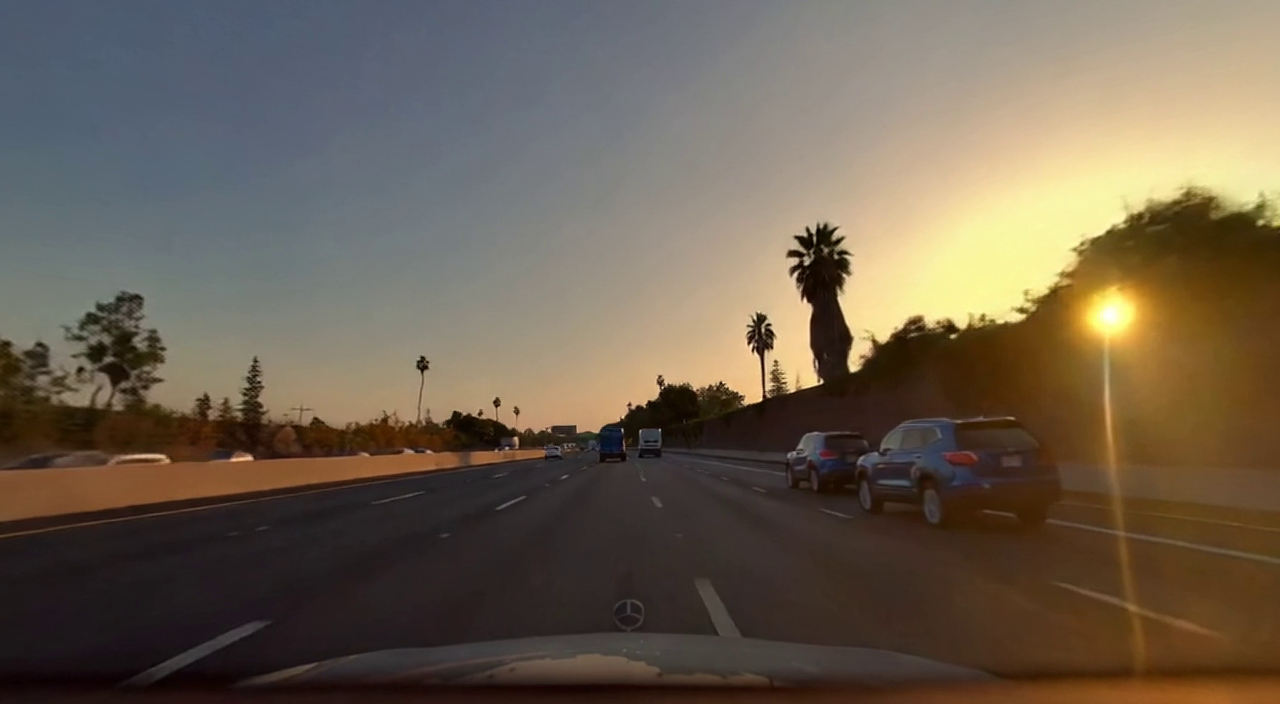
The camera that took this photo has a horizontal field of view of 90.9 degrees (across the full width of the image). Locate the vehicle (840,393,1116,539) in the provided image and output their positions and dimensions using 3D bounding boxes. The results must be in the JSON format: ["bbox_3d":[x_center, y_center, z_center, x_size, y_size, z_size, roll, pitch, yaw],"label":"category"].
[{"bbox_3d":[5.977,2.095,12.213,2.408,2.210,4.999,0,-8,-2],"label":"vehicle"}]

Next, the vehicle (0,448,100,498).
[{"bbox_3d":[-19.015,3.693,19.606,1.485,1.388,3.361,0,-8,-1],"label":"vehicle"}]

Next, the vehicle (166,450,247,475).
[{"bbox_3d":[-31.124,7.928,45.489,2.111,1.620,5.359,0,-8,-1],"label":"vehicle"}]
